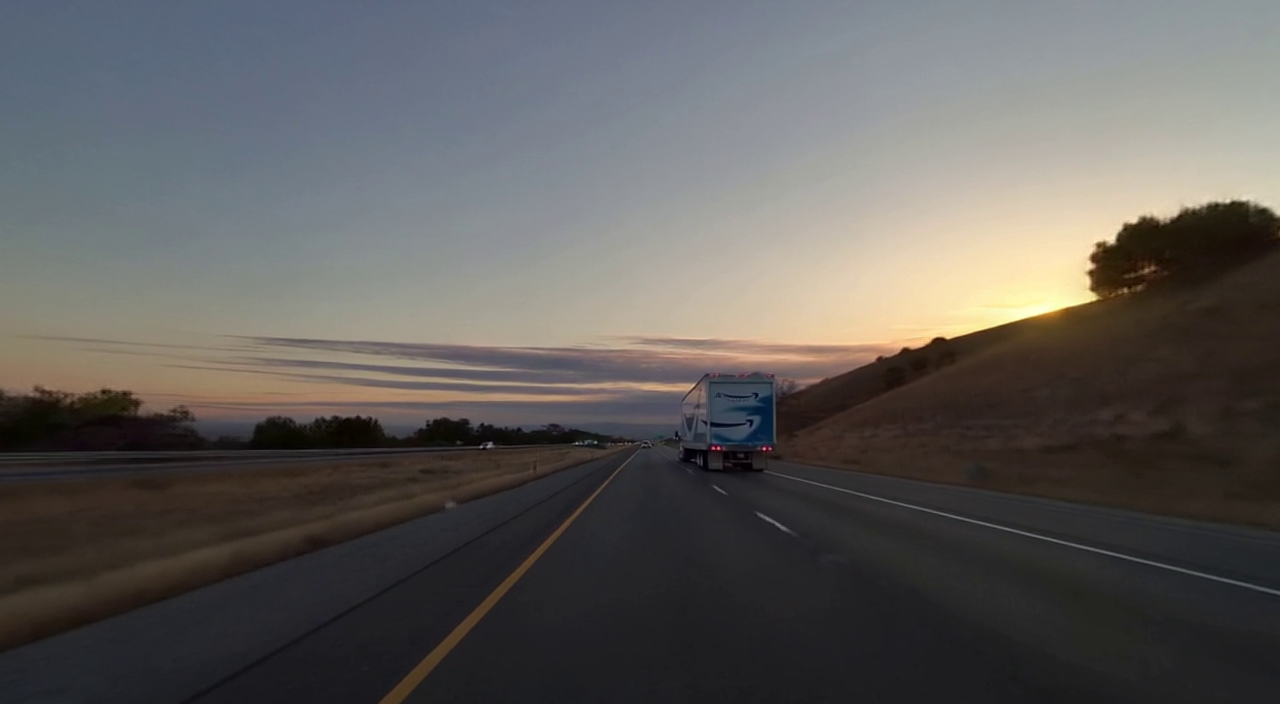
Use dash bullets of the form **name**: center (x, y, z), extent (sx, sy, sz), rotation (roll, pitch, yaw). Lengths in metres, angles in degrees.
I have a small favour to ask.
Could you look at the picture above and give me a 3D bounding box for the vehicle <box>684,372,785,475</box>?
- **vehicle**: center (4.596, 4.253, 35.154), extent (3.190, 4.365, 16.625), rotation (0, -8, 0)
